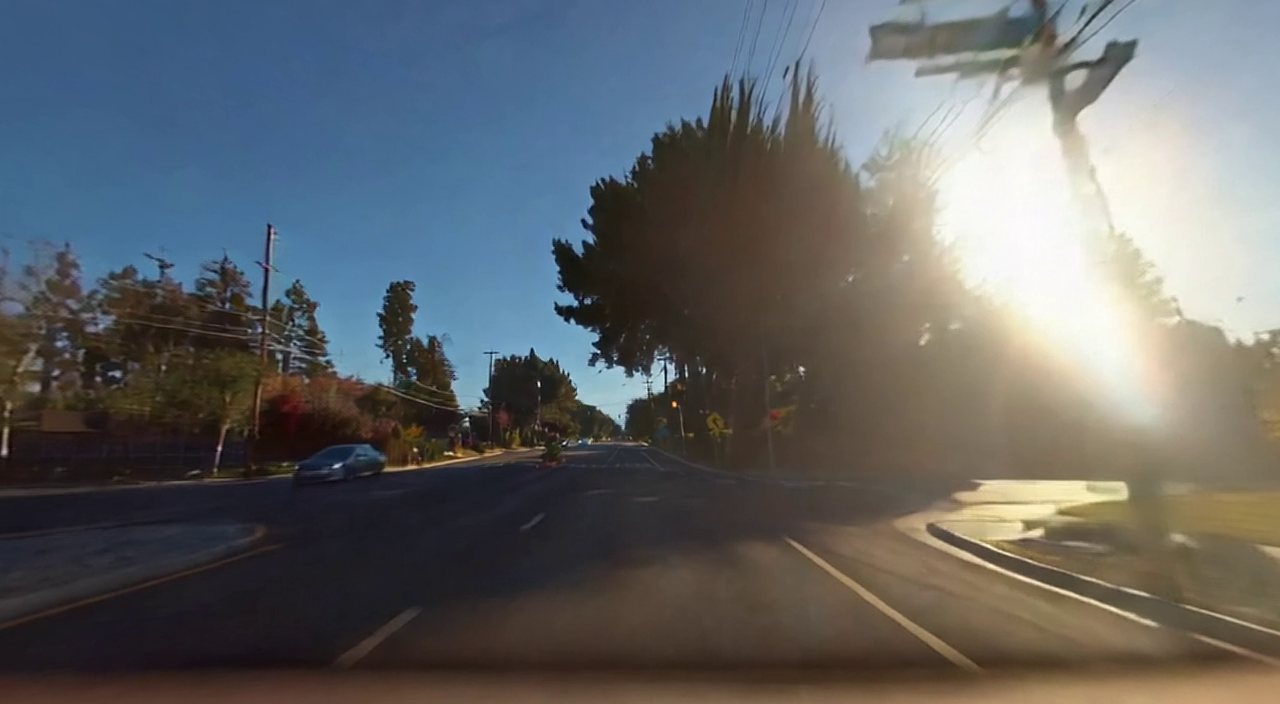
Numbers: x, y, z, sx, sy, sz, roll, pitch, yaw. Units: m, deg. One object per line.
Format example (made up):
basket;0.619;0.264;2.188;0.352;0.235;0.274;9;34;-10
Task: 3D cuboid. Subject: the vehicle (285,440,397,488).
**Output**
vehicle;-11.408;4.286;24.549;2.072;1.680;4.705;0;-9;-1
